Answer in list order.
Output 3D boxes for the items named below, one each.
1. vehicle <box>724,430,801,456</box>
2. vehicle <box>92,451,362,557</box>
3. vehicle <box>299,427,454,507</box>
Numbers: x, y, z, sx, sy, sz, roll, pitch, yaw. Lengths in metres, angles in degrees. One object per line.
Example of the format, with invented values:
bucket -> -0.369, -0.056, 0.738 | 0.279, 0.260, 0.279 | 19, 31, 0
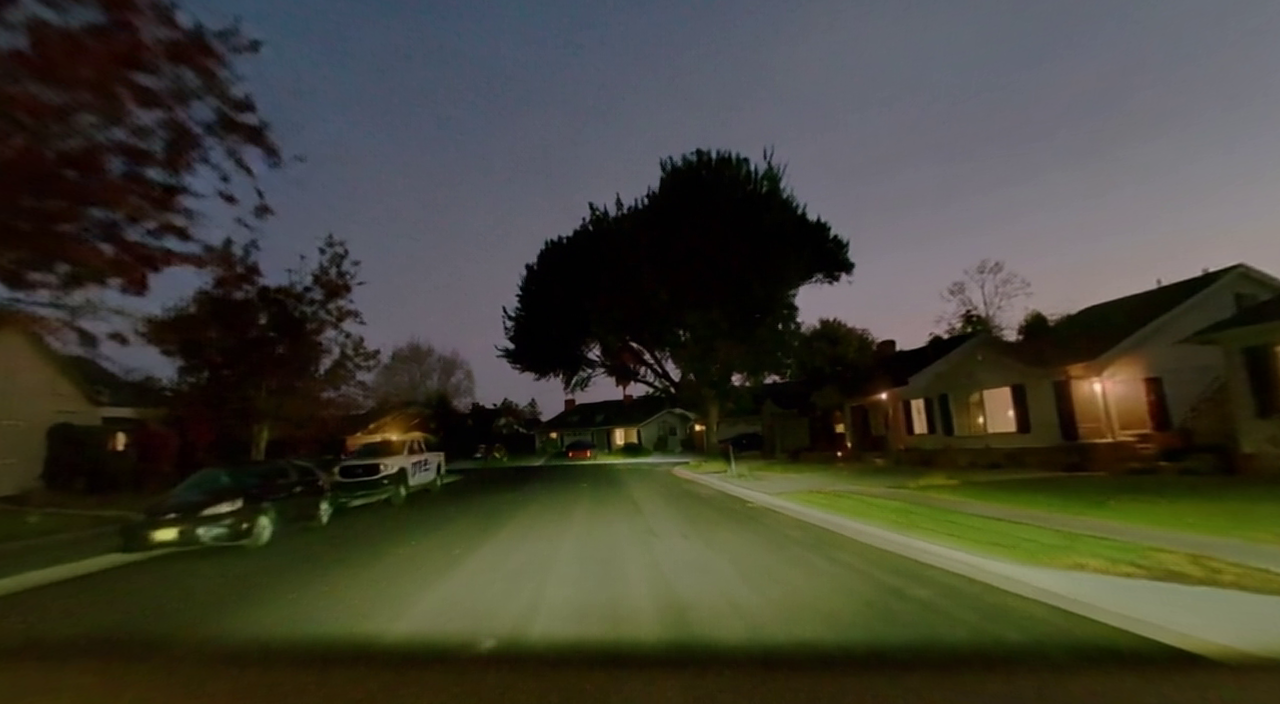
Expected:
vehicle -> 7.954, 5.892, 41.038 | 4.533, 1.557, 1.981 | 2, -6, -13
vehicle -> -6.671, 2.439, 10.841 | 2.017, 1.397, 4.004 | 0, -8, -2
vehicle -> -7.315, 3.247, 18.336 | 2.338, 1.925, 5.725 | 0, -8, -3
